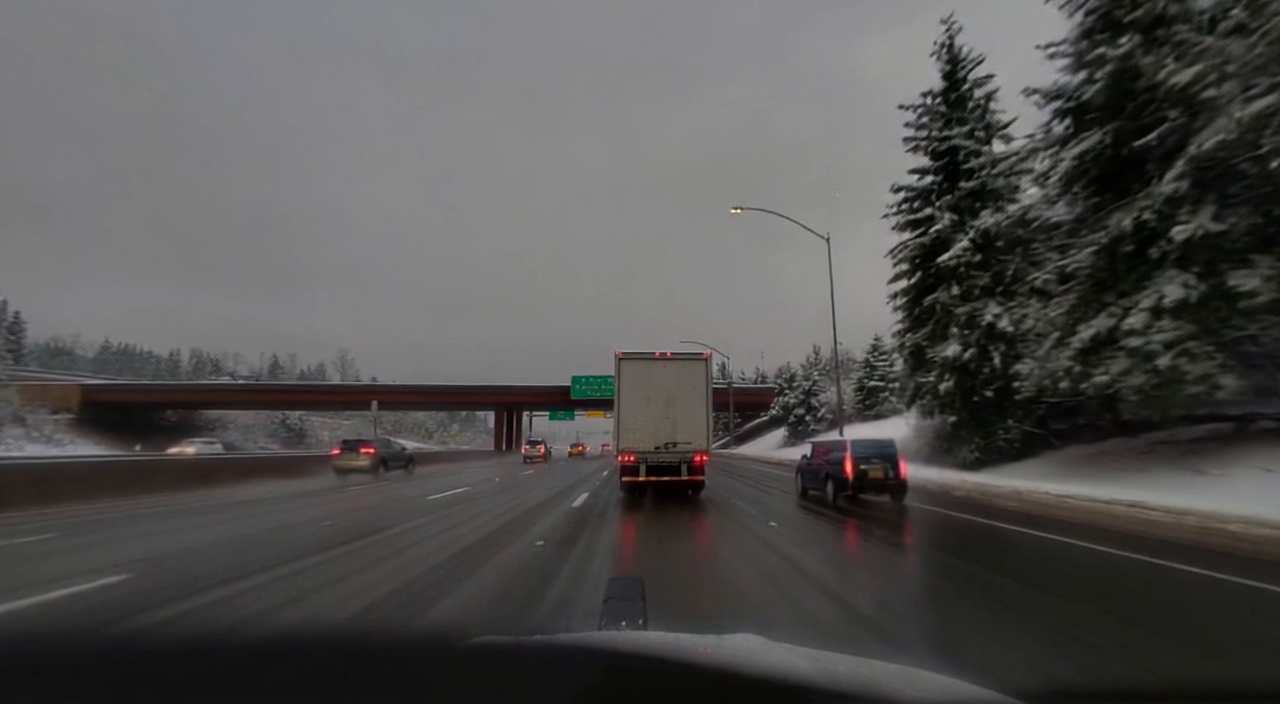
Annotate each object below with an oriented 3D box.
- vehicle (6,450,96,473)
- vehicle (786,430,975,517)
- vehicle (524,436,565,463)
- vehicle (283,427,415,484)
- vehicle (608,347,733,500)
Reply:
[{"bbox_3d":[-42.977,7.955,46.198,1.828,1.569,5.192,1,-9,-3],"label":"vehicle"},{"bbox_3d":[4.786,2.492,13.489,2.108,1.508,4.744,0,-9,-1],"label":"vehicle"},{"bbox_3d":[-6.768,7.004,45.229,2.125,1.793,4.892,0,-9,0],"label":"vehicle"},{"bbox_3d":[-10.221,3.701,22.770,2.217,1.797,5.226,0,-9,0],"label":"vehicle"},{"bbox_3d":[0.629,2.466,20.246,2.916,3.584,10.841,0,-9,-1],"label":"vehicle"}]
